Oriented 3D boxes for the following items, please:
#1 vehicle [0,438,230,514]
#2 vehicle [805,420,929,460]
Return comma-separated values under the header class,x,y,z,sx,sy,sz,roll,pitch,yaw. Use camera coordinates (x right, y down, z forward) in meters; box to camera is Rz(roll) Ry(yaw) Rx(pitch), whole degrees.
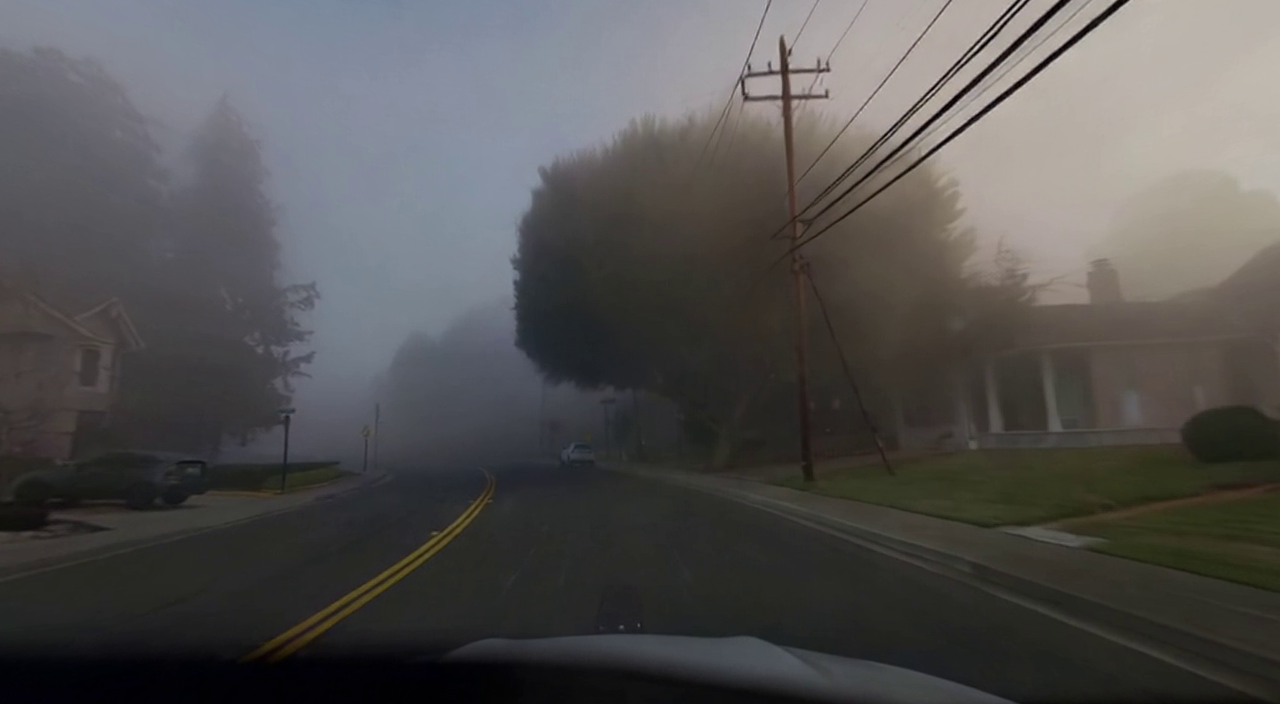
class,x,y,z,sx,sy,sz,roll,pitch,yaw
vehicle,-13.425,3.108,16.201,4.321,1.772,2.161,-1,-8,5
vehicle,9.559,3.735,26.950,4.566,1.623,1.906,0,-8,4
